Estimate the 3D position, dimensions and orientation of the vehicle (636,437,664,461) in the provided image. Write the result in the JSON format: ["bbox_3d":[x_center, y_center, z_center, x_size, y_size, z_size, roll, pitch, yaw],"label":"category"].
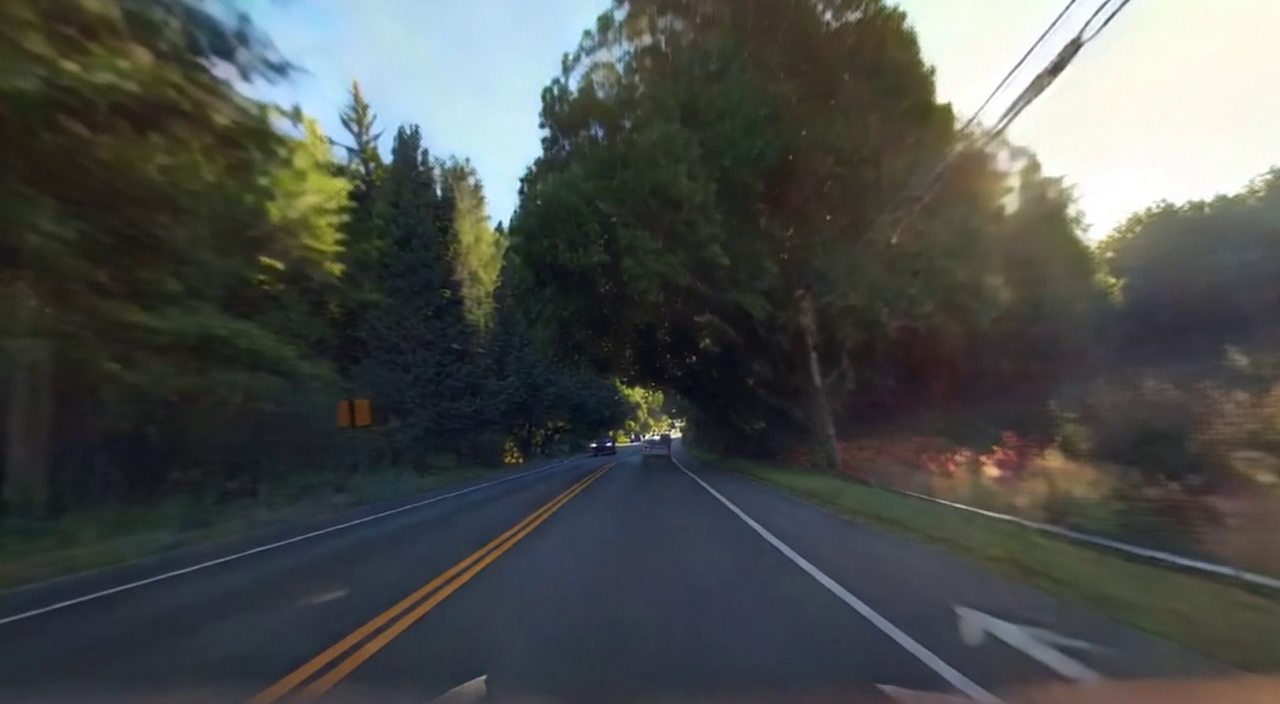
[{"bbox_3d":[0.823,7.619,49.688,2.083,1.767,4.448,0,-9,2],"label":"vehicle"}]
